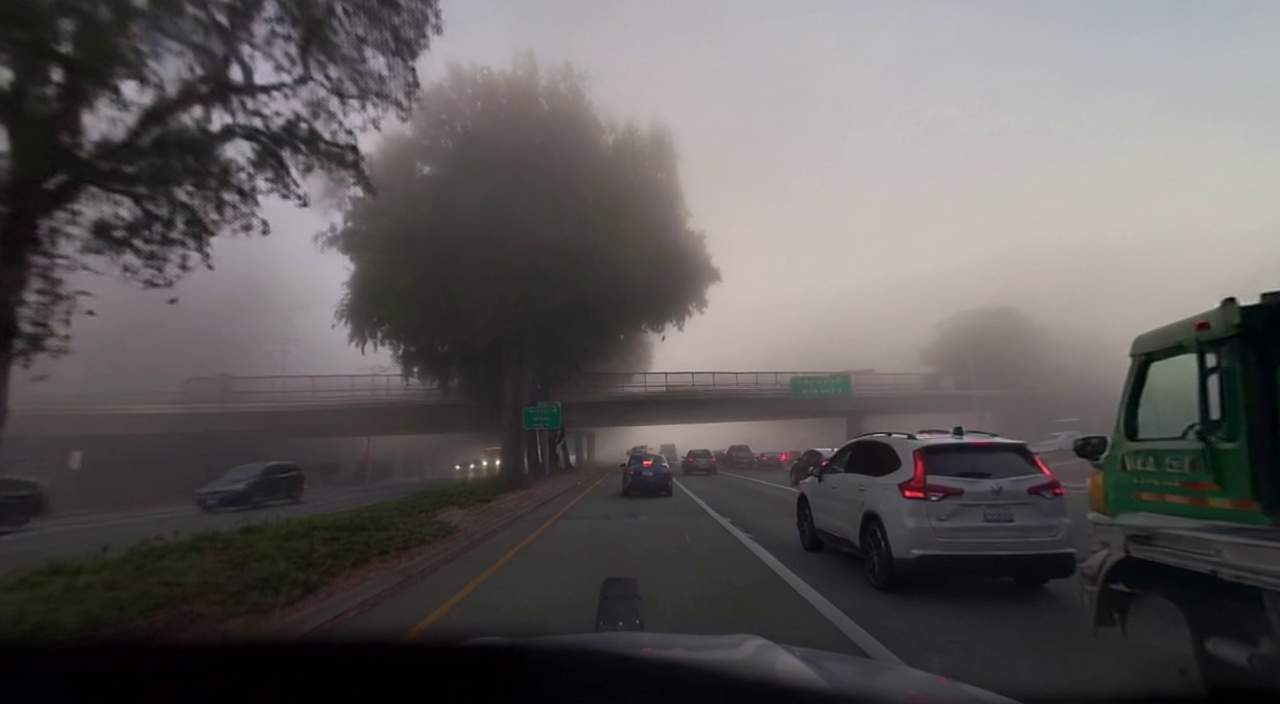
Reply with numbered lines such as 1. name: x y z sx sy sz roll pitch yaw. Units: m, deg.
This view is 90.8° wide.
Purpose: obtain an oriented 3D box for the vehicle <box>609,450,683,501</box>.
1. vehicle: 0.147 3.665 19.138 2.027 1.341 3.775 0 -9 0

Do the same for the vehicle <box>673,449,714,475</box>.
1. vehicle: 3.104 6.472 37.347 1.962 1.431 4.205 0 -9 -1

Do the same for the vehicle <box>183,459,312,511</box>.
1. vehicle: -14.567 4.921 23.837 2.009 1.670 4.583 0 -9 -2

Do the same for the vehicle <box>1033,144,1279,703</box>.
1. vehicle: 3.313 0.313 0.666 2.588 2.321 4.927 0 -9 1
